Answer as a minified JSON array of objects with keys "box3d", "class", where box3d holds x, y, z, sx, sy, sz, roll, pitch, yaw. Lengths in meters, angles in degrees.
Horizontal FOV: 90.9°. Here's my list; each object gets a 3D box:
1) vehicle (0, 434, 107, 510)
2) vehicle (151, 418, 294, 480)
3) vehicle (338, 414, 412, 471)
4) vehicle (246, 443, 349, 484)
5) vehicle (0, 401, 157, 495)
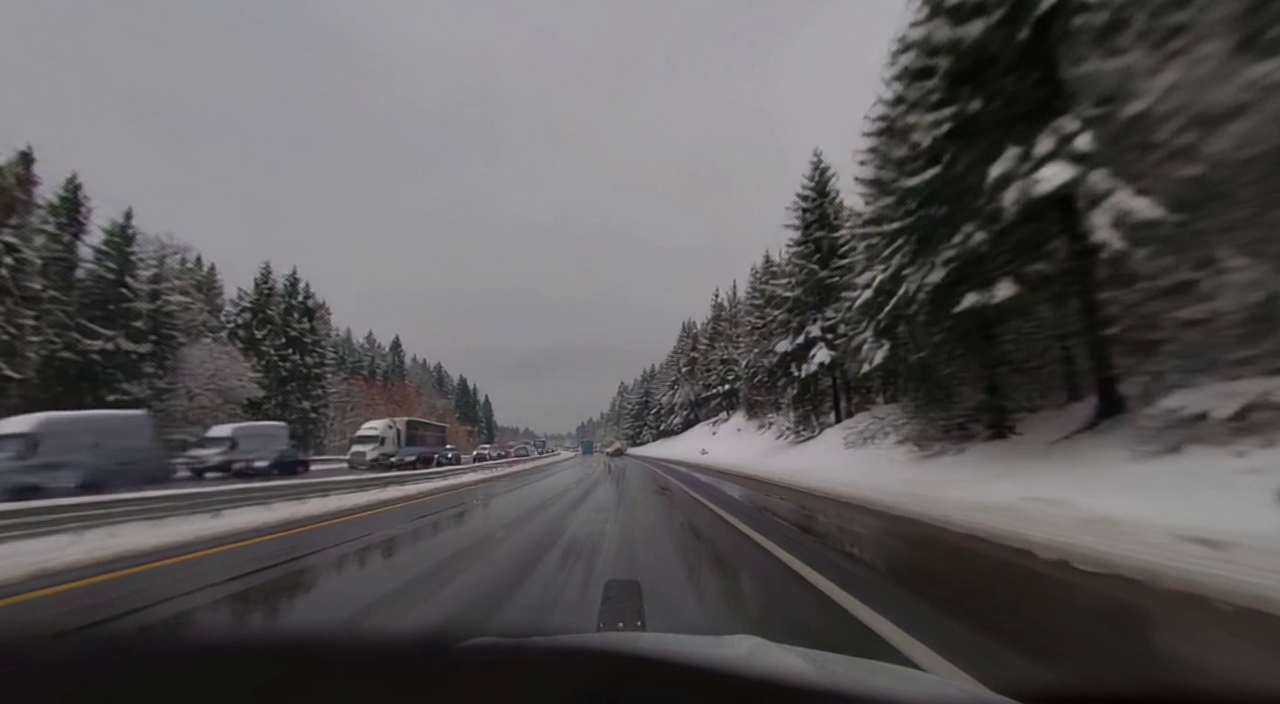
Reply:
[{"box3d":[-15.597,2.865,14.964,1.962,1.714,4.445,-2,-9,0],"class":"vehicle"},{"box3d":[-19.709,4.659,30.292,2.466,2.670,6.240,0,-9,1],"class":"vehicle"},{"box3d":[-19.983,6.837,47.939,3.004,3.954,5.872,2,-7,-1],"class":"vehicle"},{"box3d":[-15.048,4.895,28.012,1.953,1.662,4.536,0,-9,1],"class":"vehicle"},{"box3d":[-20.297,3.332,21.860,2.249,2.817,5.913,0,-9,0],"class":"vehicle"}]
